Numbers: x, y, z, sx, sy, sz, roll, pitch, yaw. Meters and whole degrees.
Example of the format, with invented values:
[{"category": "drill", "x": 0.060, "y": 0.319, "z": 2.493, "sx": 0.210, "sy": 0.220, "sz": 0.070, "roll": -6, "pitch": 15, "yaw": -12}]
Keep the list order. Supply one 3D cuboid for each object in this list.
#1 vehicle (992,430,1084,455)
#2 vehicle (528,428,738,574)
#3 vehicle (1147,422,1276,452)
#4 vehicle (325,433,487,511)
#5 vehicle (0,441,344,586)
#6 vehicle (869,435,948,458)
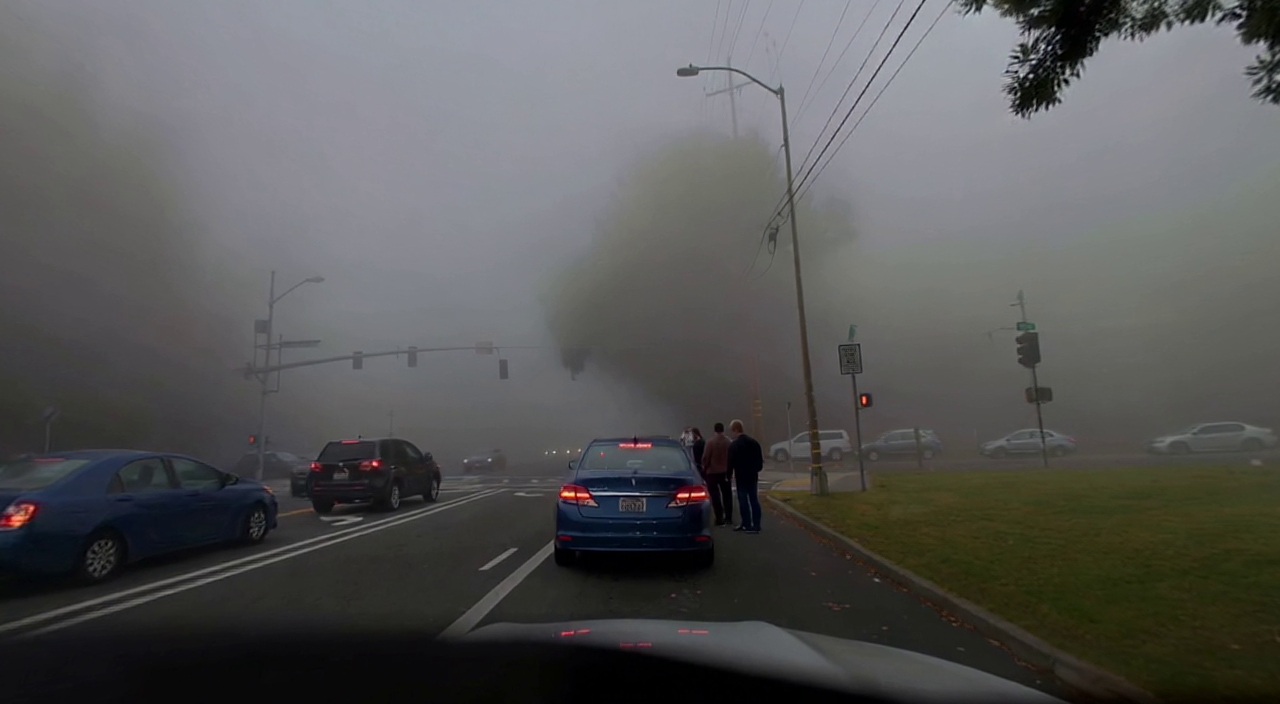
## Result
[{"category": "vehicle", "x": 23.813, "y": 5.444, "z": 37.743, "sx": 4.454, "sy": 1.440, "sz": 1.816, "roll": -5, "pitch": -10, "yaw": 30}, {"category": "vehicle", "x": -0.052, "y": 1.868, "z": 8.675, "sx": 2.182, "sy": 1.501, "sz": 4.150, "roll": 0, "pitch": -9, "yaw": 1}, {"category": "vehicle", "x": 30.546, "y": 4.606, "z": 33.788, "sx": 4.739, "sy": 1.472, "sz": 1.804, "roll": -5, "pitch": -10, "yaw": 30}, {"category": "vehicle", "x": -6.164, "y": 3.218, "z": 17.426, "sx": 2.230, "sy": 1.811, "sz": 5.183, "roll": -1, "pitch": -9, "yaw": 3}, {"category": "vehicle", "x": -6.339, "y": 2.070, "z": 8.972, "sx": 1.948, "sy": 1.530, "sz": 4.283, "roll": 0, "pitch": -9, "yaw": 3}, {"category": "vehicle", "x": 17.559, "y": 6.206, "z": 41.104, "sx": 4.441, "sy": 1.452, "sz": 1.798, "roll": -5, "pitch": -10, "yaw": 30}]
